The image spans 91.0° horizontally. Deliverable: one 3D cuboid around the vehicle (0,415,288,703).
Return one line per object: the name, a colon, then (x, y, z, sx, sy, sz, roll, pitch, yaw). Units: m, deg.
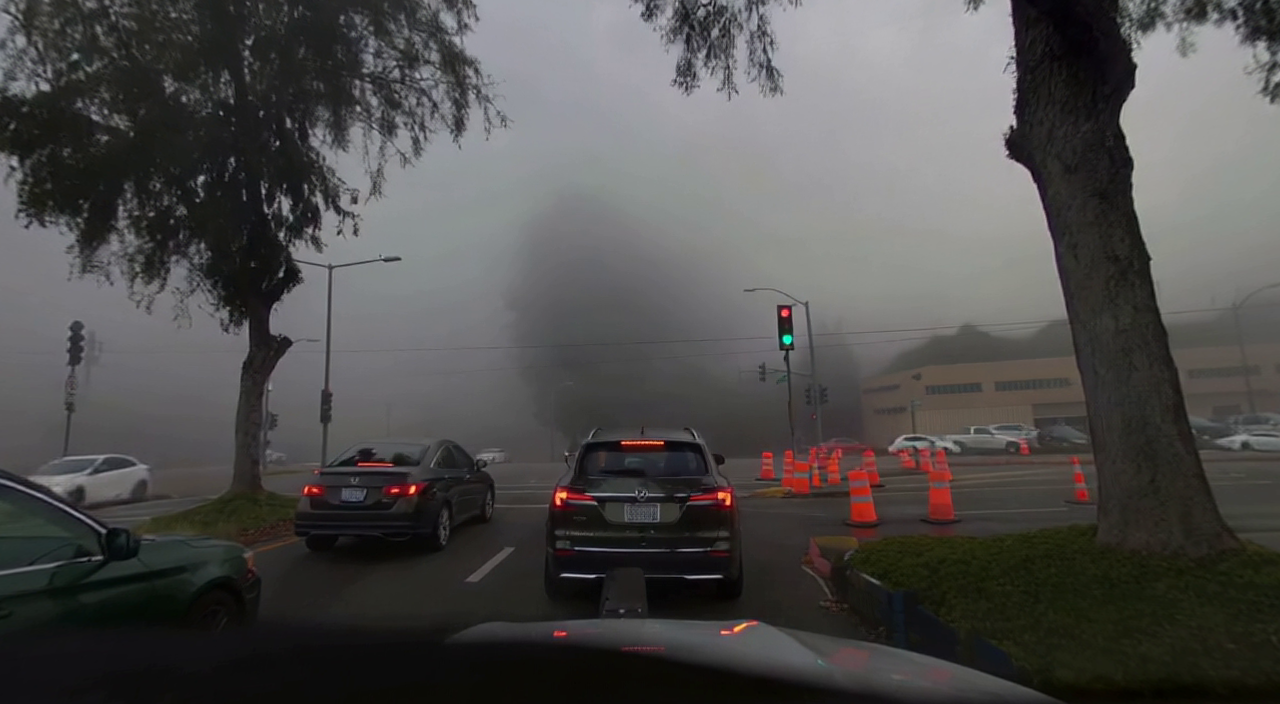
vehicle: (-3.591, 0.943, 2.148, 1.964, 1.497, 4.722, 0, -9, 1)

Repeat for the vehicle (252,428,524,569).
vehicle: (-3.269, 1.999, 9.443, 1.989, 1.541, 4.626, 0, -9, 2)

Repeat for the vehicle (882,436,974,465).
vehicle: (18.784, 6.438, 41.274, 5.043, 1.759, 2.085, 0, -9, 5)

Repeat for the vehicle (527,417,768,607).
vehicle: (0.111, 1.624, 7.204, 2.021, 1.560, 3.676, 0, -9, 1)

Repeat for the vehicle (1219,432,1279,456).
vehicle: (40.693, 5.979, 40.708, 4.579, 1.480, 1.819, 0, -9, 1)

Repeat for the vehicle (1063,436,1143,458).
vehicle: (36.672, 7.565, 49.957, 4.791, 1.635, 1.857, 0, -9, 1)
